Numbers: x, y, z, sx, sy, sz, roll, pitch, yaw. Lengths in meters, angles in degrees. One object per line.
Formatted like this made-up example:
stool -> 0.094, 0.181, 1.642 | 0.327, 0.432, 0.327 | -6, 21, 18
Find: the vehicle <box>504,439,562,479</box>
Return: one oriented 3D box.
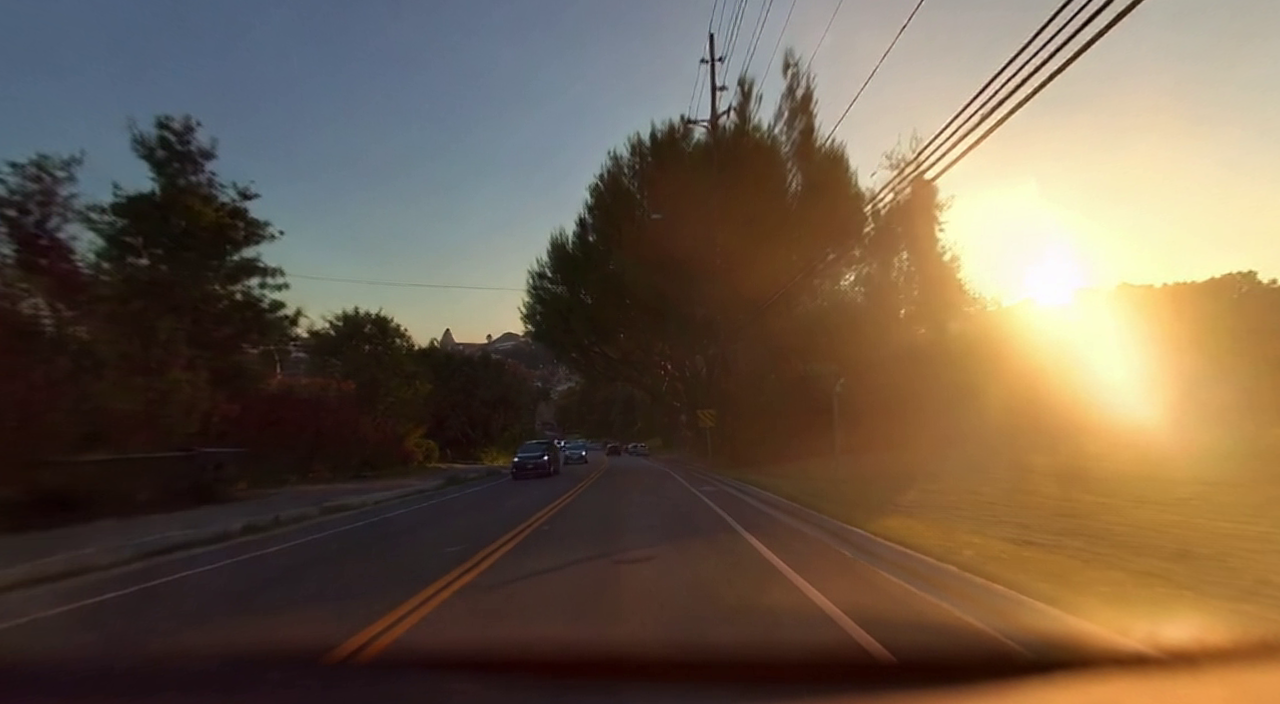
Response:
vehicle -> -4.988, 5.017, 29.953 | 2.114, 1.712, 4.340 | 0, -8, -2
